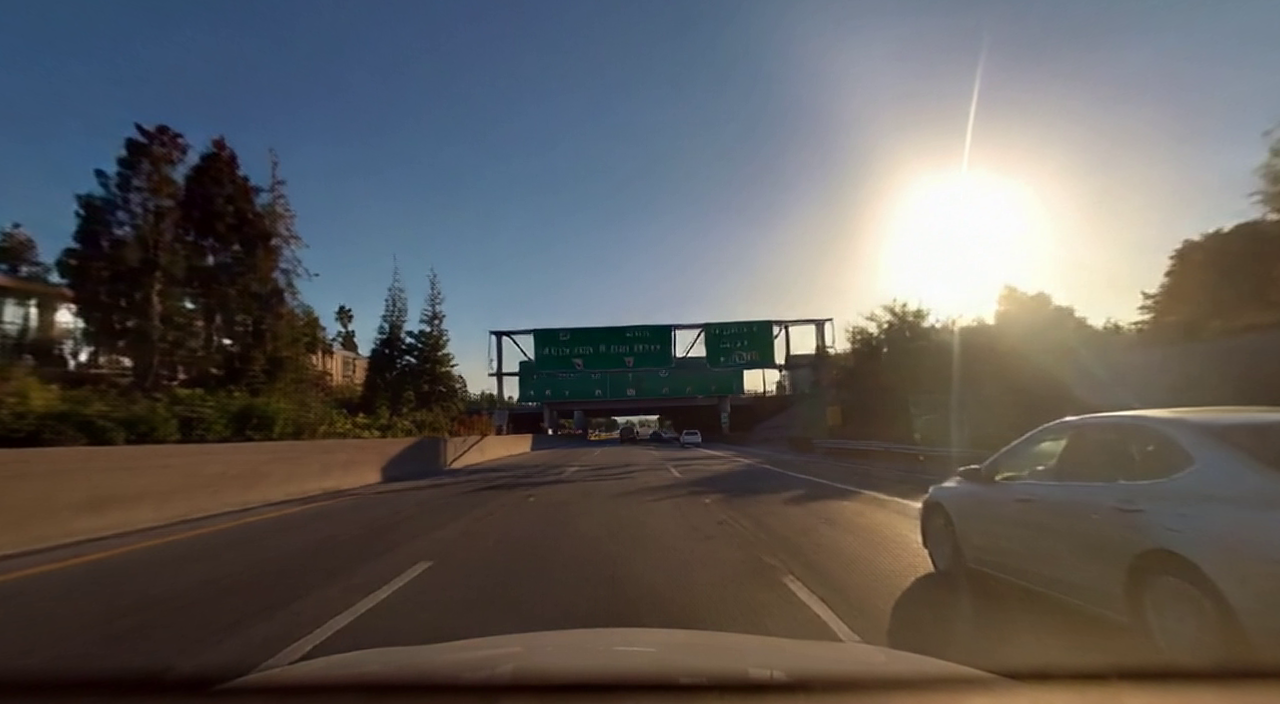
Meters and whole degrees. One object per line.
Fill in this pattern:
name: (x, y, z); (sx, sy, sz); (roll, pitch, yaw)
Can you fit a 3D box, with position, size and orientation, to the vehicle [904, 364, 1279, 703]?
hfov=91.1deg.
vehicle: (3.442, 1.011, 3.723); (1.973, 1.563, 3.959); (0, -8, -1)
